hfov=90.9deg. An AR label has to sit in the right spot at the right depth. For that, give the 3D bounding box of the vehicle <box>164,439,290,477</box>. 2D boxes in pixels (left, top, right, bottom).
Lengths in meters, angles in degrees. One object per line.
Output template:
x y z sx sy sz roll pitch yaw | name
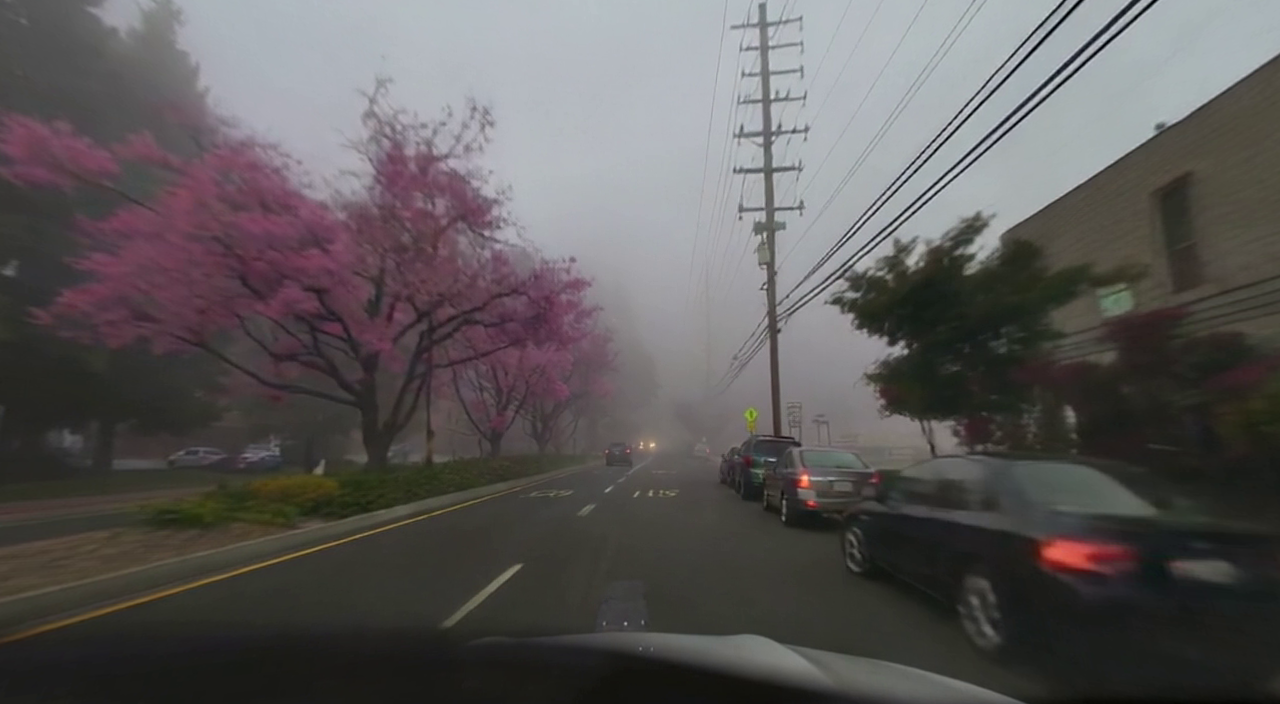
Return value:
-22.132 5.694 34.046 5.252 1.925 2.061 3 -9 -19 | vehicle

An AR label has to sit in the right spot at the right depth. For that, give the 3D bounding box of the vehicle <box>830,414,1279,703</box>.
3.145 1.354 4.925 1.985 1.500 4.654 0 -8 2 | vehicle

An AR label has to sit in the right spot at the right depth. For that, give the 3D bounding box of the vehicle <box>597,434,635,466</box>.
-1.520 6.514 42.080 2.202 1.961 4.980 0 -8 2 | vehicle
